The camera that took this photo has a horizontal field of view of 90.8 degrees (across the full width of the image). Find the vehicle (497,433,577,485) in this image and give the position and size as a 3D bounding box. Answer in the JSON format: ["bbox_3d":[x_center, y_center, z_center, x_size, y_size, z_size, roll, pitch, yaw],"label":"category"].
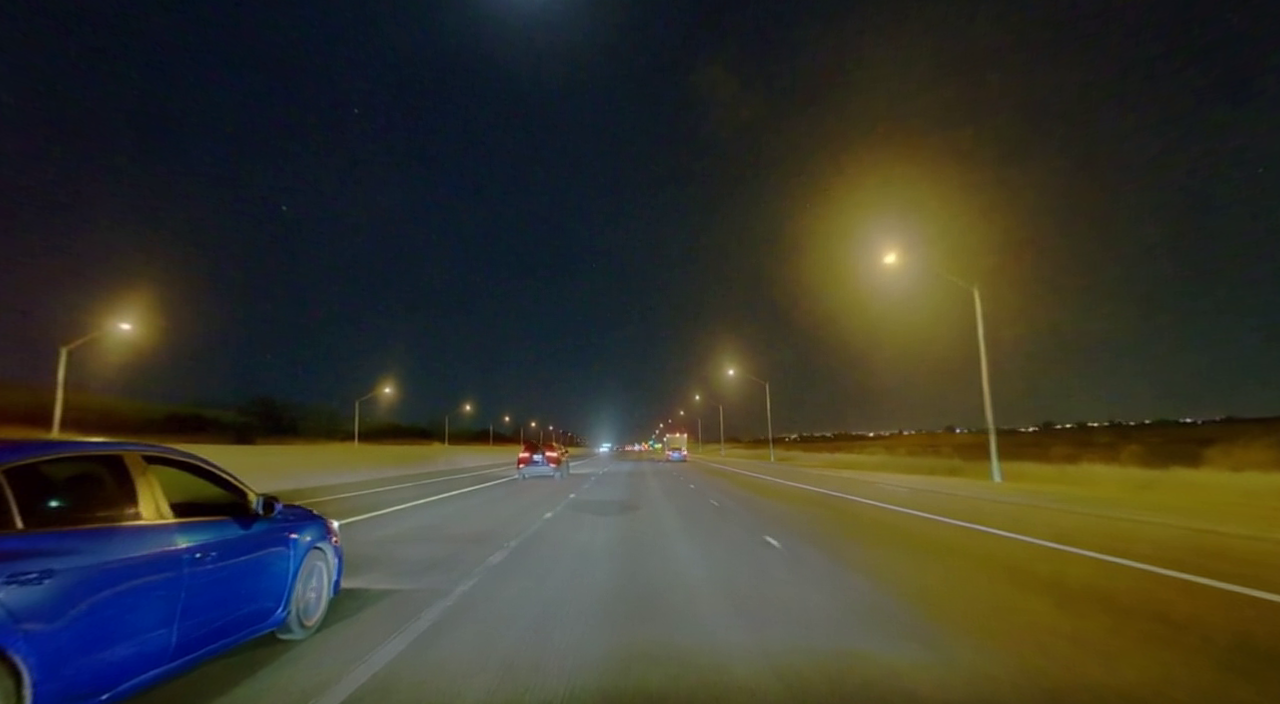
[{"bbox_3d":[-3.841,4.116,24.501,2.205,1.773,5.124,0,-9,0],"label":"vehicle"}]
